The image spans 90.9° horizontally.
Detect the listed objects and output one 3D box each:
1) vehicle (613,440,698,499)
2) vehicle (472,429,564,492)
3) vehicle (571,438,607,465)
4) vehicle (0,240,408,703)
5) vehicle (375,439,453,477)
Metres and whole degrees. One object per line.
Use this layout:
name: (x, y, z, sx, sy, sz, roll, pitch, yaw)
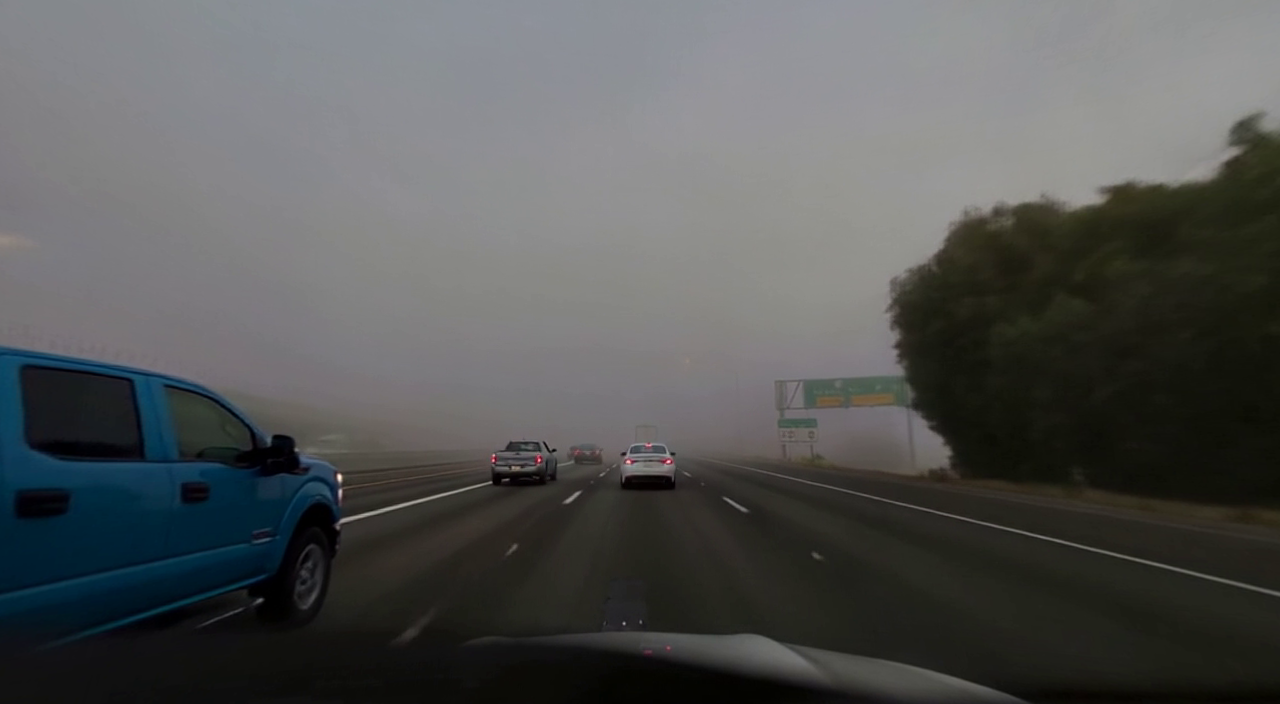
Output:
vehicle: (0.376, 3.153, 17.394, 2.054, 1.421, 4.090, 0, -8, 0)
vehicle: (-3.632, 3.312, 19.528, 1.903, 1.721, 4.210, 0, -8, 1)
vehicle: (-3.252, 6.443, 40.886, 1.897, 1.646, 4.049, 0, -8, 1)
vehicle: (-3.436, 0.747, 3.026, 2.269, 2.060, 5.933, 0, -8, 1)
vehicle: (-10.407, 4.880, 29.369, 1.941, 1.602, 4.277, 0, -8, 2)
